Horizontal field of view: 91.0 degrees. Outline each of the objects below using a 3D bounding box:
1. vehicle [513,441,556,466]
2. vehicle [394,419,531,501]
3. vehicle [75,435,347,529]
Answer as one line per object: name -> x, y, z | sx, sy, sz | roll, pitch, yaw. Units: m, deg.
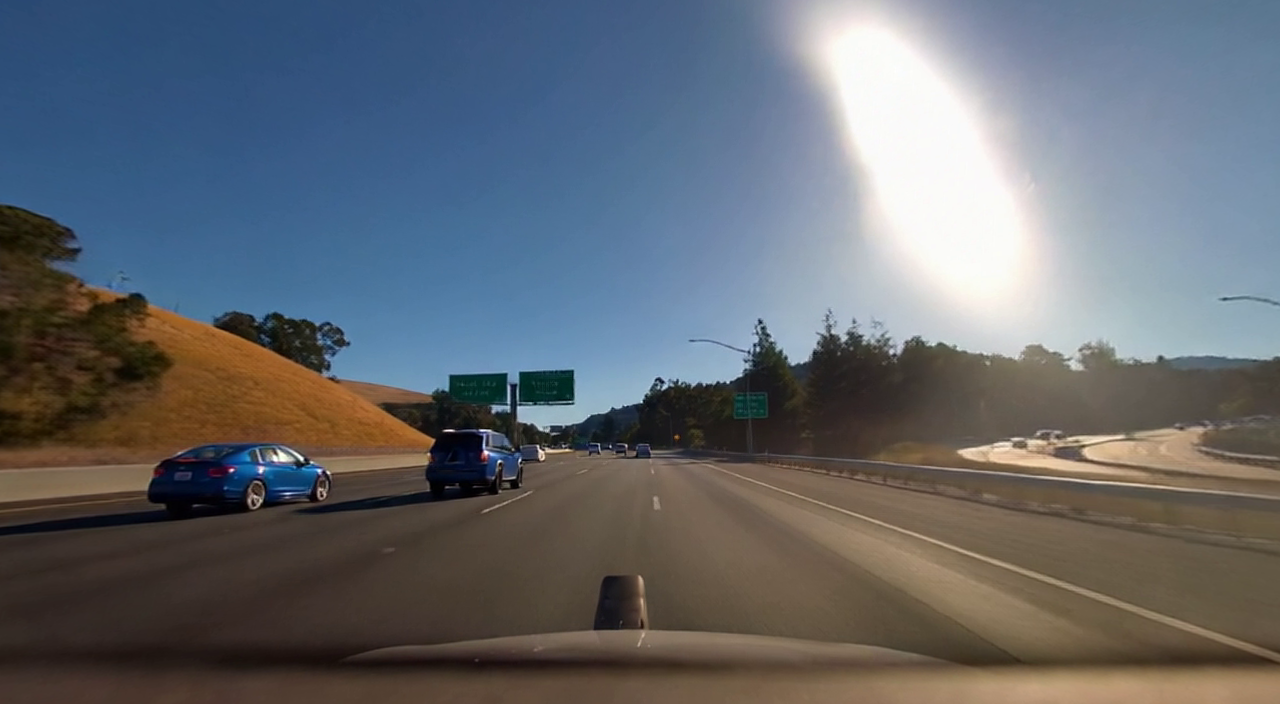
vehicle -> -7.216, 7.028, 43.675 | 2.069, 1.636, 4.483 | 0, -9, 2
vehicle -> -4.690, 2.965, 17.613 | 2.219, 1.947, 4.924 | 0, -9, 2
vehicle -> -8.286, 2.537, 12.948 | 1.984, 1.508, 4.935 | 0, -9, 2
